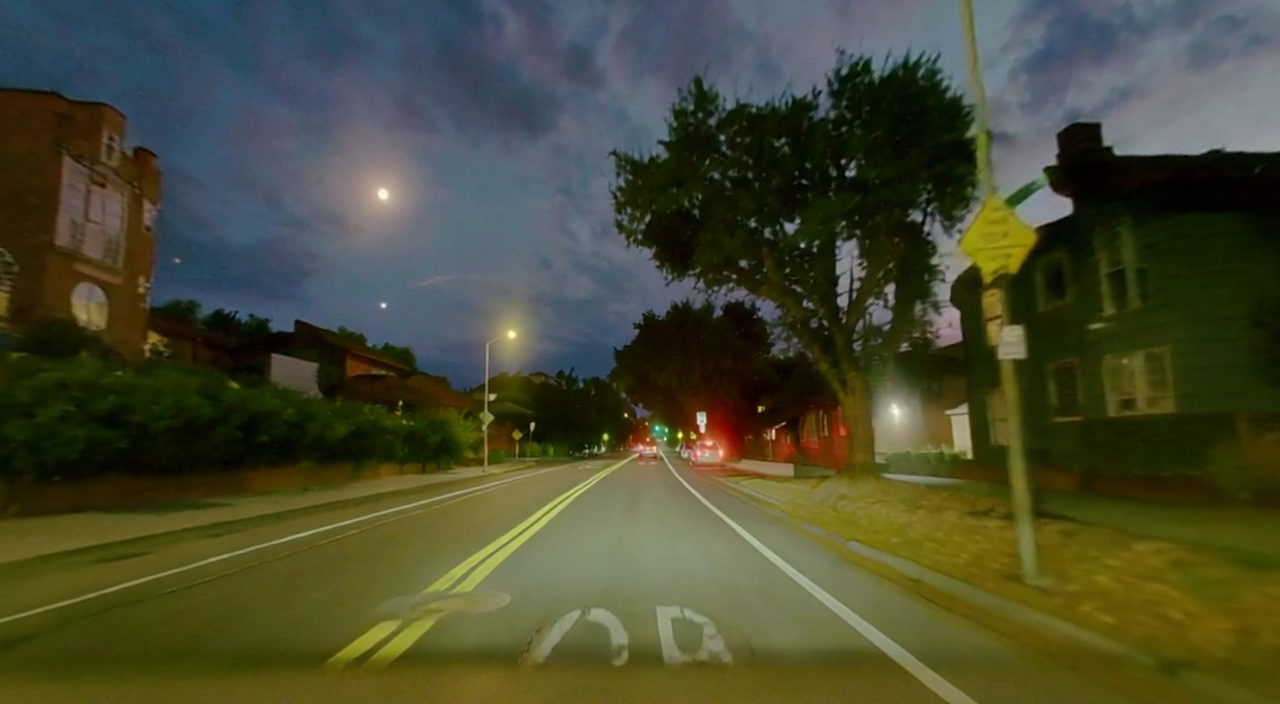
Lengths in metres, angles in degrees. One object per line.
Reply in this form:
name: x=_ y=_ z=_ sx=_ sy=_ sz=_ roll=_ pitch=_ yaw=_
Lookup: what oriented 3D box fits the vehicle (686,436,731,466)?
vehicle: x=4.165 y=6.099 z=39.259 sx=1.937 sy=1.752 sz=4.574 roll=0 pitch=-8 yaw=-5
